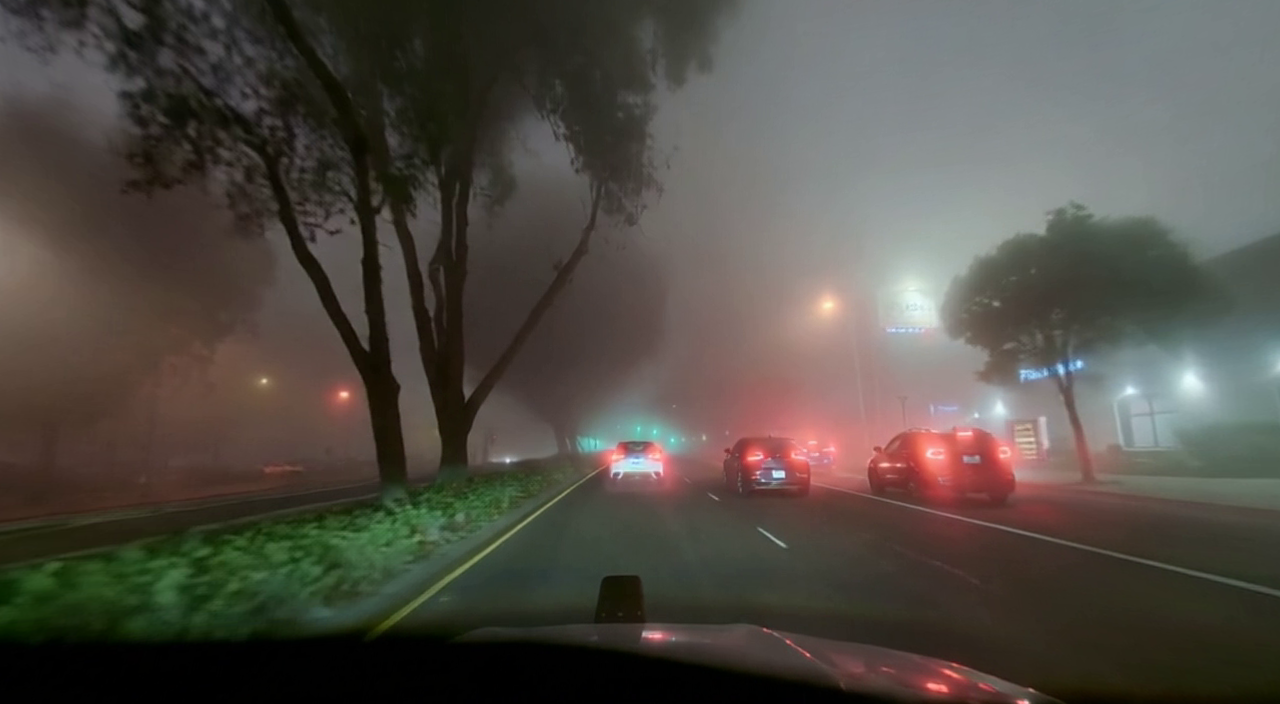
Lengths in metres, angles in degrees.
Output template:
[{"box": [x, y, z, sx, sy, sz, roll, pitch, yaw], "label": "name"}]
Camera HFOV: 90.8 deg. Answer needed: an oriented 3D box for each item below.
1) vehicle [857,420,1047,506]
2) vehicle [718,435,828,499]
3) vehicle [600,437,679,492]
[{"box": [7.202, 2.620, 15.326, 2.052, 1.708, 4.842, 0, -8, -1], "label": "vehicle"}, {"box": [3.425, 3.037, 17.115, 1.993, 1.477, 4.240, 0, -8, -1], "label": "vehicle"}, {"box": [-0.051, 3.340, 19.055, 2.101, 1.444, 4.248, 0, -8, -1], "label": "vehicle"}]
